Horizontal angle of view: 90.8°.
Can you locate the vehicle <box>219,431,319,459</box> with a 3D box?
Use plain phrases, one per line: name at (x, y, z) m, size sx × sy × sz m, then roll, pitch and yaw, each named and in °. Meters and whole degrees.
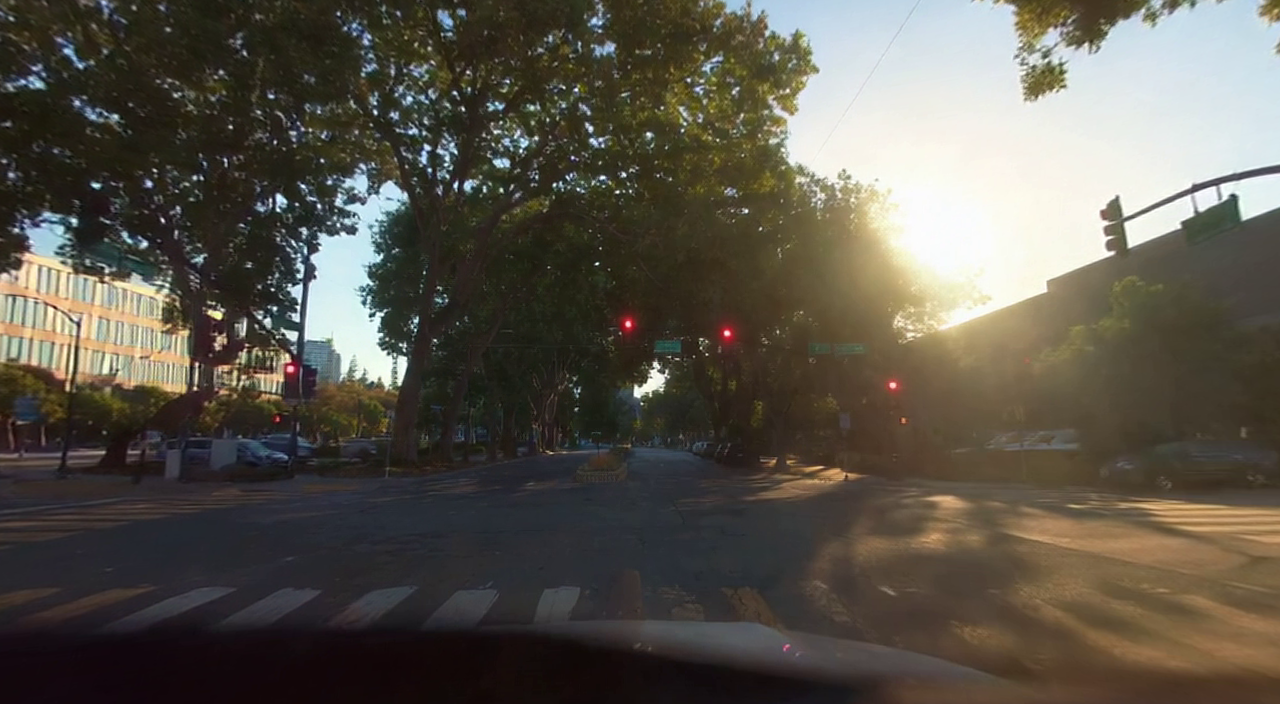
vehicle at (-22.386, 5.637, 38.249) m, size 4.765 × 1.593 × 1.891 m, roll 1°, pitch -9°, yaw -7°
